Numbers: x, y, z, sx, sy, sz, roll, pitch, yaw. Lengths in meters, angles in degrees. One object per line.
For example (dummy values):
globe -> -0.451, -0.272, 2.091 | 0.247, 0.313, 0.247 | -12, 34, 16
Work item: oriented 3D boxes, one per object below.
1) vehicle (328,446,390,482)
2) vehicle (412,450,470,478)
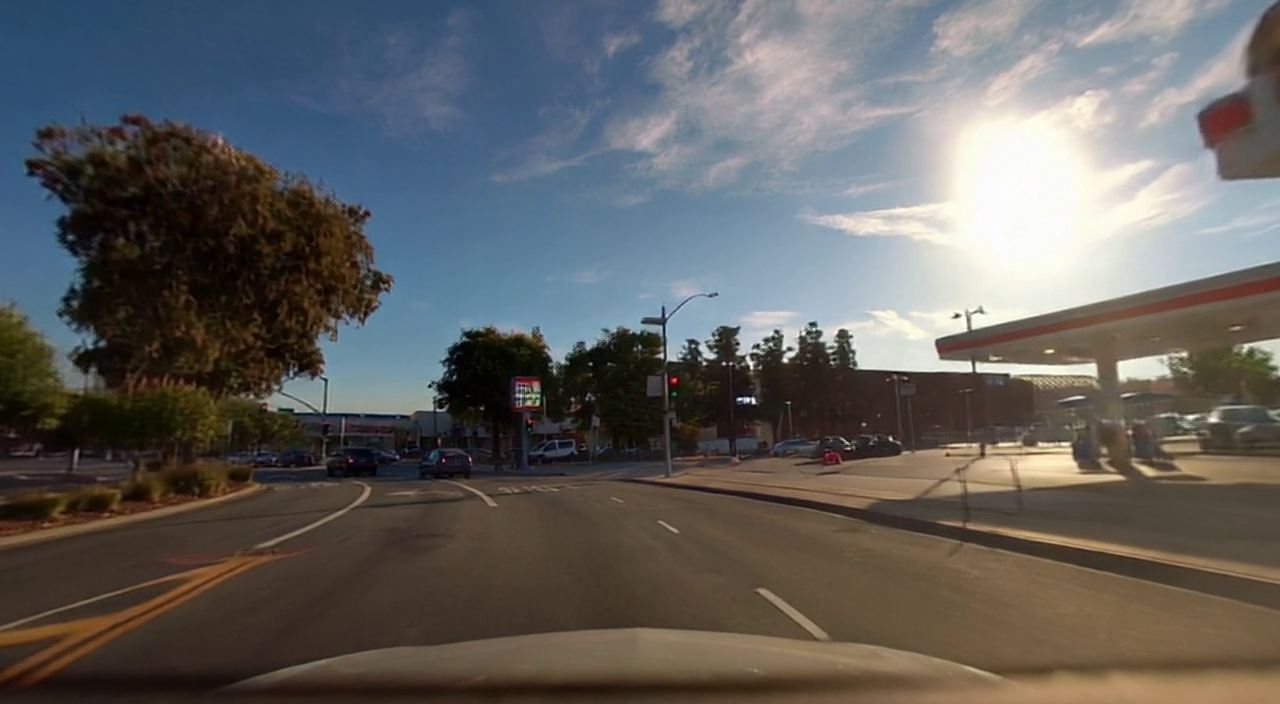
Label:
vehicle -> -17.160, 6.776, 38.348 | 2.254, 2.006, 4.766 | 7, -11, -37
vehicle -> -14.413, 8.019, 45.428 | 2.202, 1.822, 4.826 | 8, -12, -40
